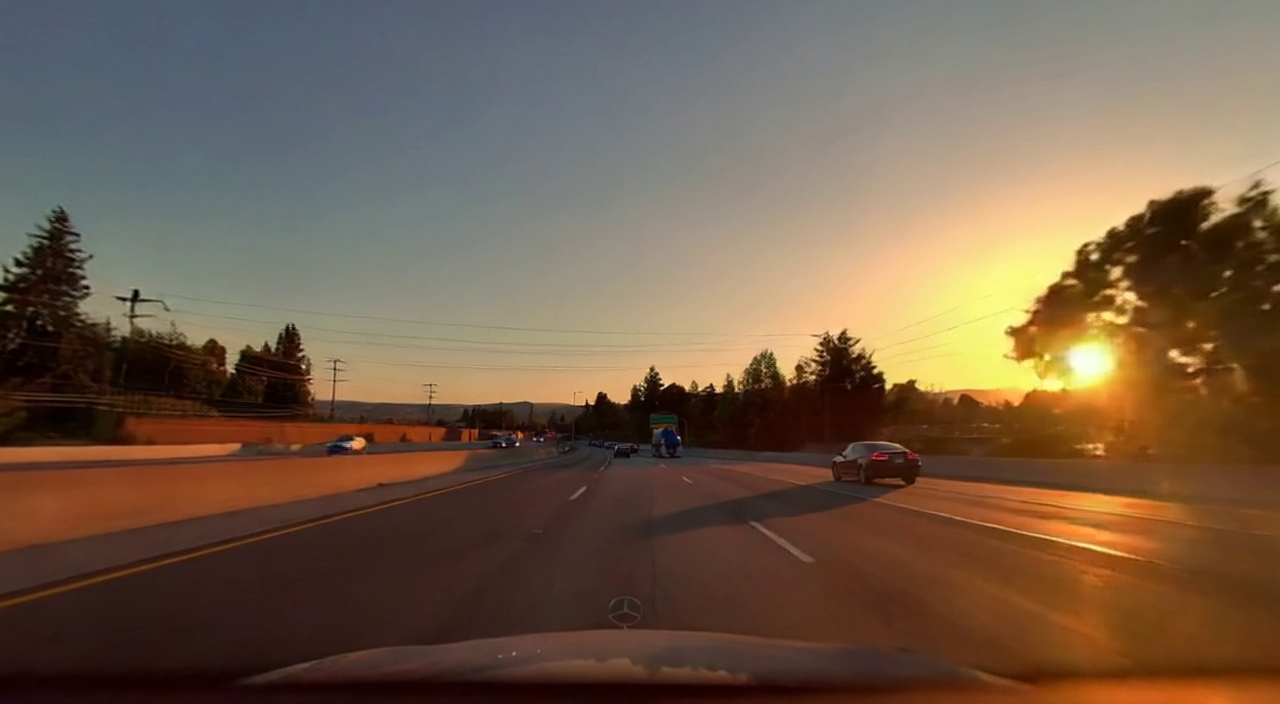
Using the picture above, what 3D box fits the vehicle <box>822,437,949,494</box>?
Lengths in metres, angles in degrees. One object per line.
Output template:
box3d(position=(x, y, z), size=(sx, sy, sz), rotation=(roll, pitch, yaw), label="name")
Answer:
box3d(position=(7.176, 3.352, 19.045), size=(1.905, 1.480, 4.624), rotation=(0, -8, -1), label="vehicle")
